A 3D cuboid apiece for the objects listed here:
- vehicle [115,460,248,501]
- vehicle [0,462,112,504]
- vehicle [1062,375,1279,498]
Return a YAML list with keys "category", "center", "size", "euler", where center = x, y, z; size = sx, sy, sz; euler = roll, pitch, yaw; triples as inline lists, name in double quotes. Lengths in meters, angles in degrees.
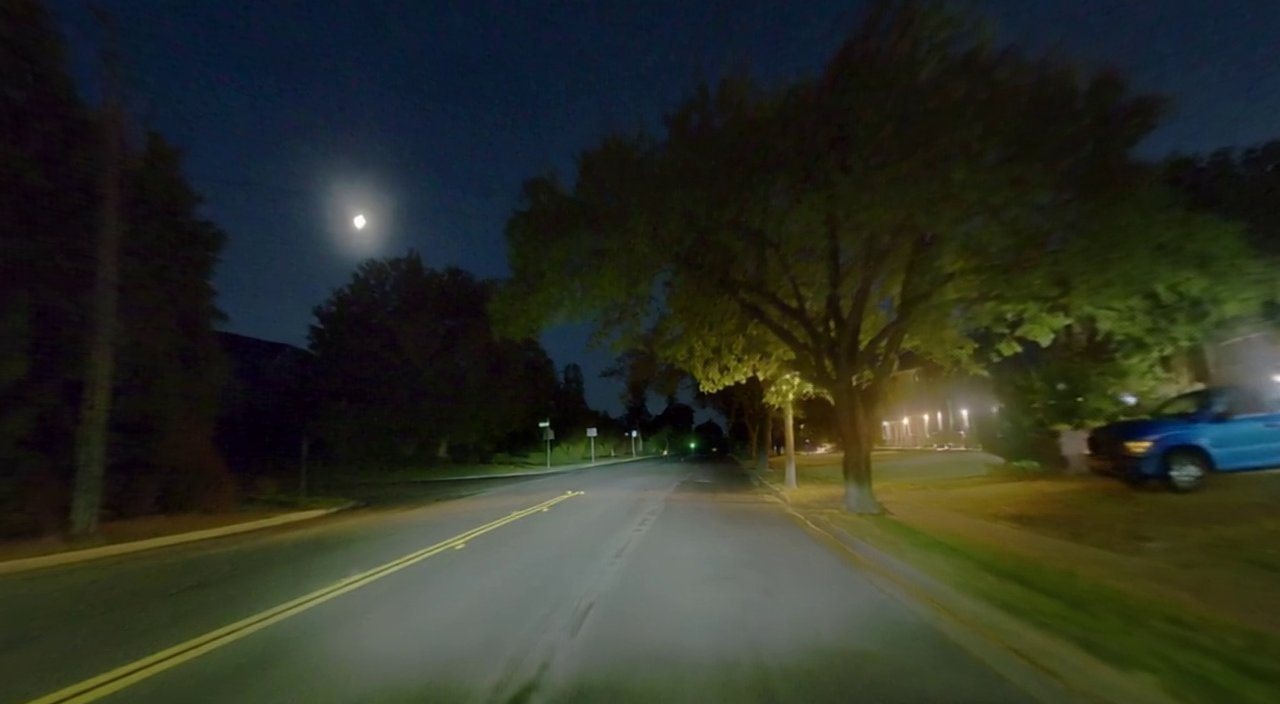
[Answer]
- category: "vehicle"
  center: [-19.106, 5.354, 26.373]
  size: [4.270, 1.481, 1.972]
  euler: [-4, -9, 9]
- category: "vehicle"
  center: [-25.897, 5.655, 27.154]
  size: [4.751, 1.489, 2.052]
  euler: [-4, -8, 7]
- category: "vehicle"
  center: [11.362, 1.343, 11.326]
  size: [5.704, 1.788, 2.095]
  euler: [-7, -8, 8]
